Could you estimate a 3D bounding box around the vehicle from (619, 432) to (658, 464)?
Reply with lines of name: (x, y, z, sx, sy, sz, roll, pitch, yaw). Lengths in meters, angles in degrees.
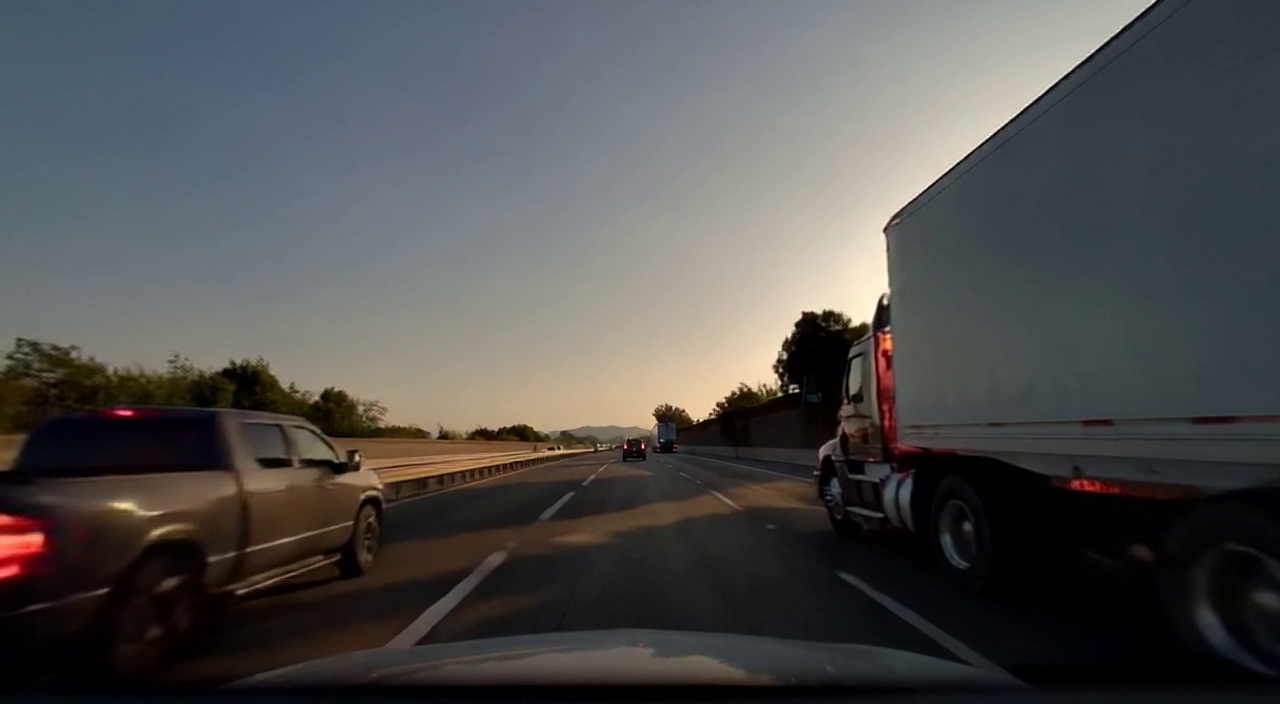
vehicle: (-0.188, 6.448, 42.316, 2.456, 2.007, 4.728, 0, -8, -2)

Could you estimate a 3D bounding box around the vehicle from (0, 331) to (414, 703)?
vehicle: (-3.615, 1.117, 4.560, 2.326, 1.761, 4.450, -1, -8, 0)

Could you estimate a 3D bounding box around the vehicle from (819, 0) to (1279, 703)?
vehicle: (3.901, -0.391, 1.792, 3.469, 3.881, 10.805, -1, -8, 0)
